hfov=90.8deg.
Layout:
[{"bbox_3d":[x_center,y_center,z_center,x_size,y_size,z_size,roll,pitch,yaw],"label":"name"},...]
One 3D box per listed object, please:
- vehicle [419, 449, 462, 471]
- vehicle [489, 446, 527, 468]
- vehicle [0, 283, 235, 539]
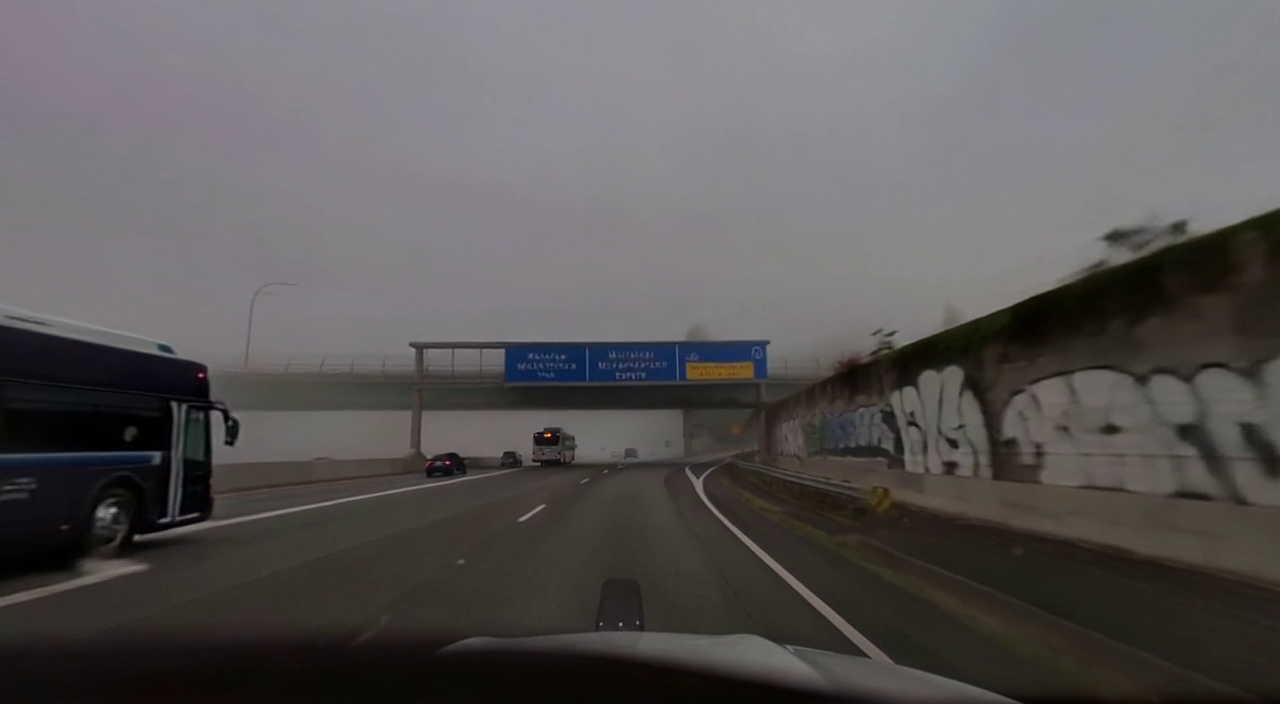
[{"bbox_3d":[-14.577,7.885,46.248,1.878,1.470,3.825,0,-8,0],"label":"vehicle"},{"bbox_3d":[-10.399,8.283,49.929,1.979,1.600,4.516,0,-8,1],"label":"vehicle"},{"bbox_3d":[-10.514,0.571,7.068,2.986,3.574,13.570,0,-8,0],"label":"vehicle"}]
